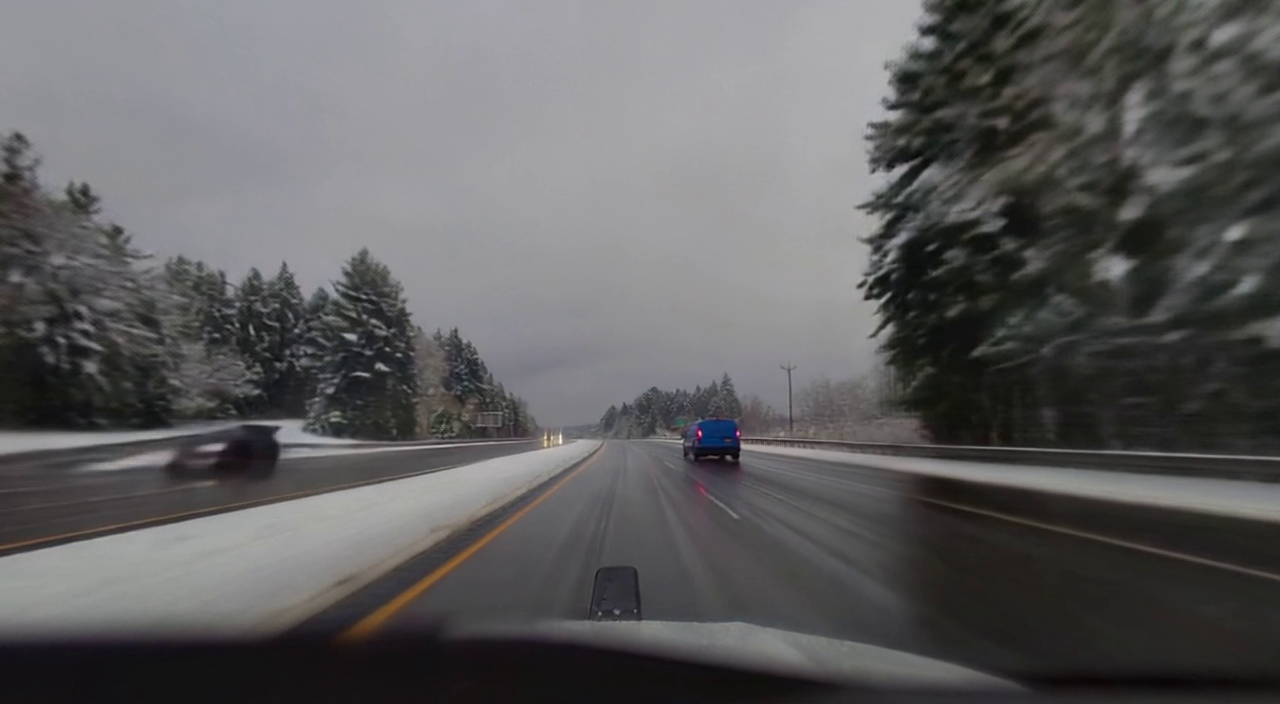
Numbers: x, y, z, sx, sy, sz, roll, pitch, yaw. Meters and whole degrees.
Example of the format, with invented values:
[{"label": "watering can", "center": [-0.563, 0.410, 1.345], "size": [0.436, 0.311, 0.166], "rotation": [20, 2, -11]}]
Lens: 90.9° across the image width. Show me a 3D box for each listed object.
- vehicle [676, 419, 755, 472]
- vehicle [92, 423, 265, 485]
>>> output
[{"label": "vehicle", "center": [2.736, 3.547, 24.095], "size": [2.240, 1.801, 4.545], "rotation": [0, -8, -3]}, {"label": "vehicle", "center": [-13.297, 2.932, 18.580], "size": [2.013, 1.589, 4.152], "rotation": [0, -8, -1]}]
